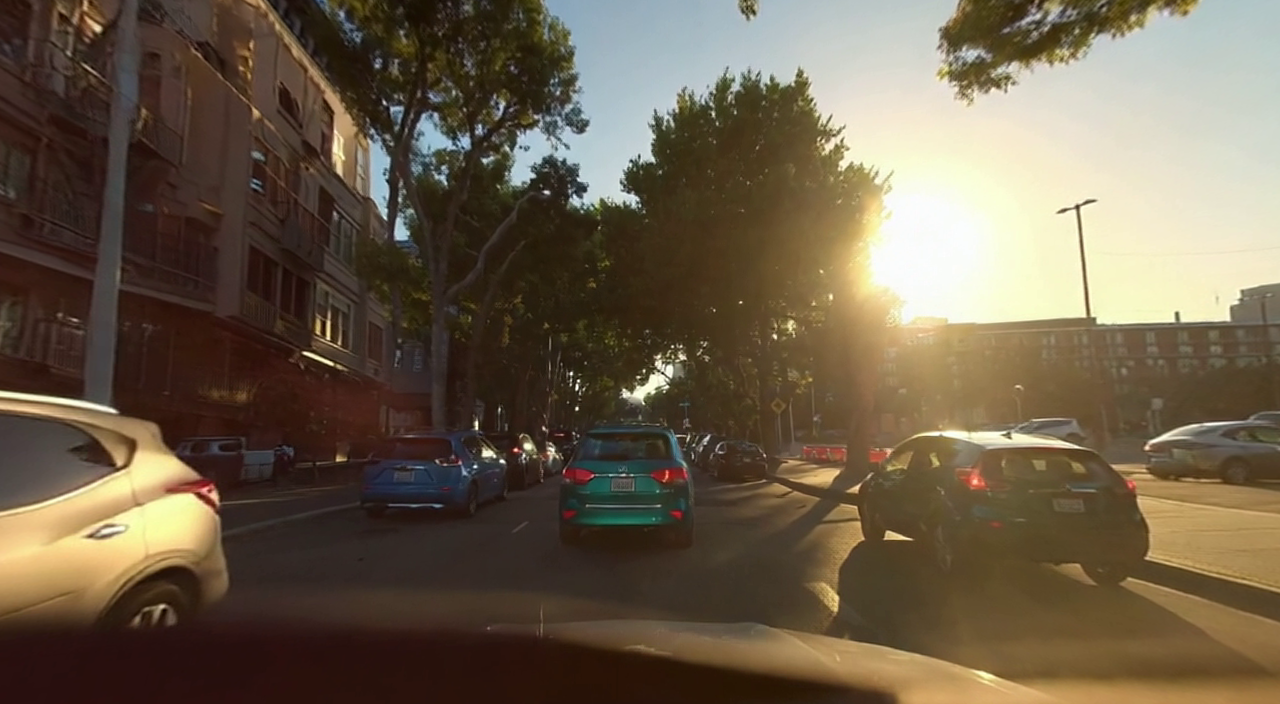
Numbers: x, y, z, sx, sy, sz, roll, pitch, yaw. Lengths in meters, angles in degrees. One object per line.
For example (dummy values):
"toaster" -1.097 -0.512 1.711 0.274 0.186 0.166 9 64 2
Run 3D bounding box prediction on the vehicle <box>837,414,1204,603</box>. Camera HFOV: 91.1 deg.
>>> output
"vehicle" 3.778 1.586 7.227 1.847 1.554 3.885 0 -8 2

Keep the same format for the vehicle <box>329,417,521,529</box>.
"vehicle" -3.736 2.189 11.904 2.012 1.701 4.316 0 -8 1

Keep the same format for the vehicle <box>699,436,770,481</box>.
"vehicle" 3.340 3.848 23.004 1.948 1.475 4.093 0 -8 0

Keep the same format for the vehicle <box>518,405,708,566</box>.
"vehicle" -0.237 1.724 8.806 2.022 1.700 4.084 0 -8 1

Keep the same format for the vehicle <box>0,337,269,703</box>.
"vehicle" -3.448 0.720 1.779 2.047 1.710 4.314 0 -8 1
